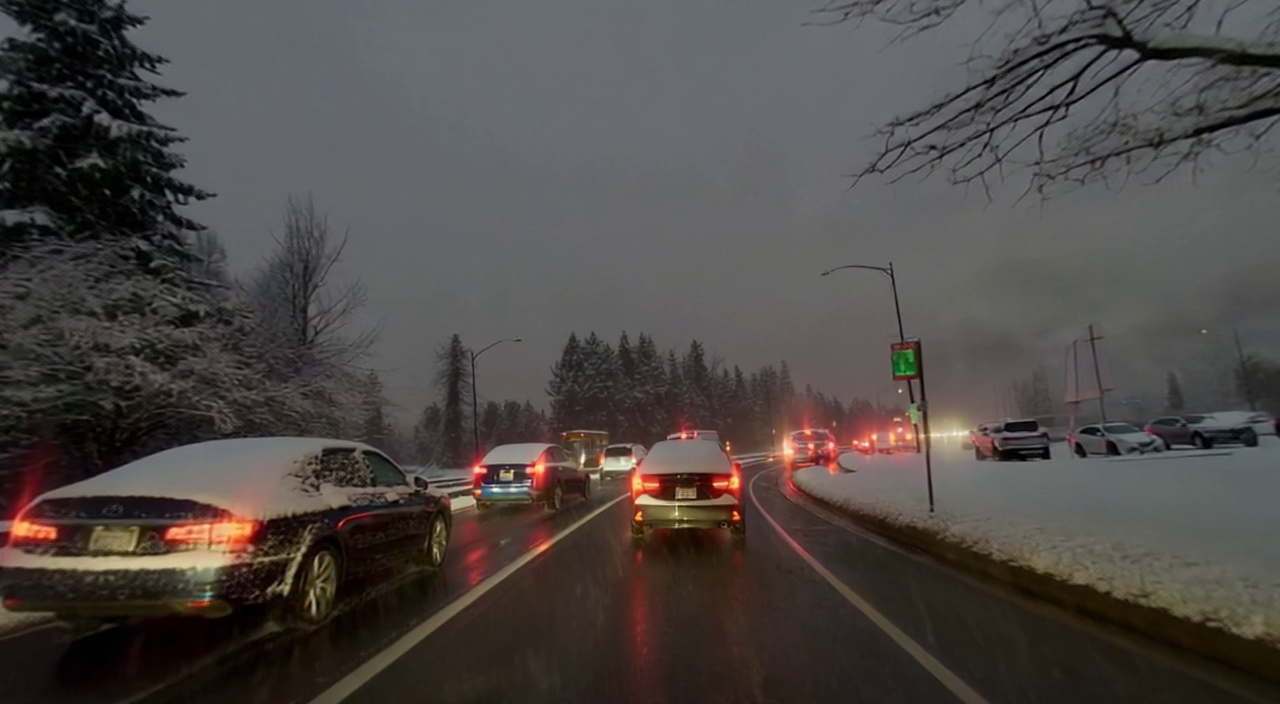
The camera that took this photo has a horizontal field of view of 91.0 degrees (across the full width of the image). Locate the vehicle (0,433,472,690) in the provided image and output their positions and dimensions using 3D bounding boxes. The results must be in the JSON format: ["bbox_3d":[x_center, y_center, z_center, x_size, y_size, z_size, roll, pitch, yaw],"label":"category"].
[{"bbox_3d":[-3.257,1.577,5.964,1.940,1.502,4.241,-1,-9,3],"label":"vehicle"}]

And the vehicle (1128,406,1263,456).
[{"bbox_3d":[20.301,2.932,23.276,1.902,1.529,3.937,-7,-9,12],"label":"vehicle"}]

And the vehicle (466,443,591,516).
[{"bbox_3d":[-2.532,3.008,15.399,1.870,1.490,4.187,-1,-9,6],"label":"vehicle"}]

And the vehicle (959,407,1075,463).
[{"bbox_3d":[14.309,3.247,24.282,2.288,1.933,4.612,-2,-9,11],"label":"vehicle"}]

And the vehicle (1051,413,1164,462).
[{"bbox_3d":[17.578,3.253,23.925,1.803,1.518,3.893,-7,-9,11],"label":"vehicle"}]

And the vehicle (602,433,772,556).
[{"bbox_3d":[0.737,2.120,10.096,2.142,1.528,4.133,-1,-9,4],"label":"vehicle"}]
